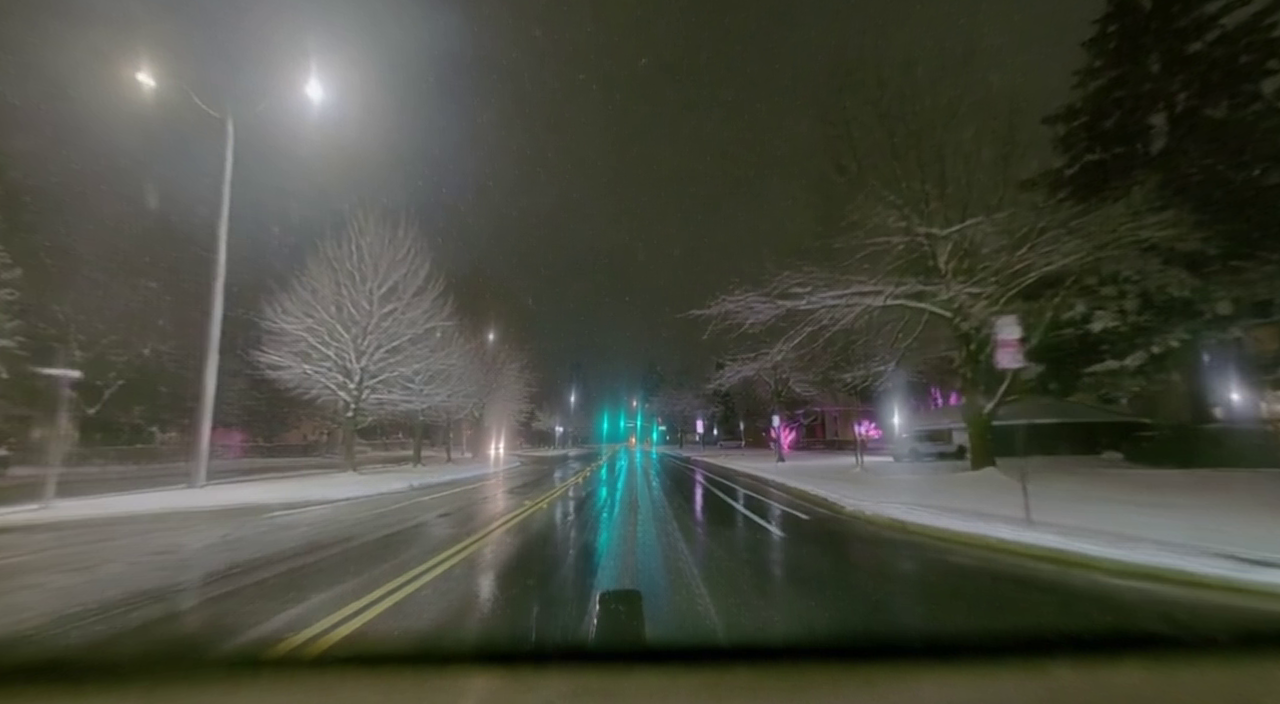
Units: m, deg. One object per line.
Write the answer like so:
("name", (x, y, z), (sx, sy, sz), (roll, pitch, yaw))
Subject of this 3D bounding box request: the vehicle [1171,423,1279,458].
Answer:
("vehicle", (29.464, 4.376, 31.231), (4.846, 1.669, 1.968), (1, -8, -7))

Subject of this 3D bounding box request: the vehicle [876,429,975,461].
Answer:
("vehicle", (14.829, 4.871, 33.018), (4.198, 1.561, 1.937), (0, -10, 1))
